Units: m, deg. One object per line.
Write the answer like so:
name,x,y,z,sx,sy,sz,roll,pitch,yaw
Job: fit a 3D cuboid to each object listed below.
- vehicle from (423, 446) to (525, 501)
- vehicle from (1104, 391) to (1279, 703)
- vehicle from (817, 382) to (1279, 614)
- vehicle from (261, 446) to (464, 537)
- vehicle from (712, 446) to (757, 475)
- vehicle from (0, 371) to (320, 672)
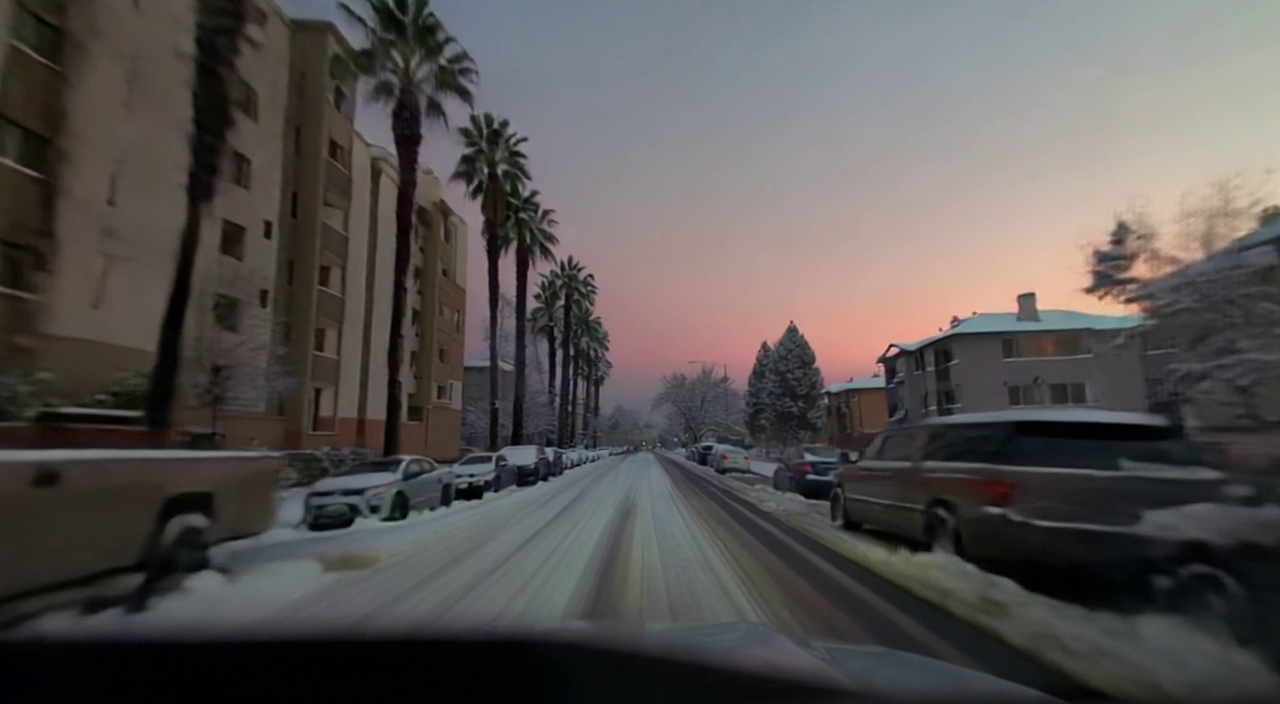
vehicle,-5.081,3.769,20.055,1.997,1.497,4.437,0,-9,0
vehicle,4.648,0.919,2.338,2.220,1.738,4.800,0,-8,1
vehicle,4.511,1.712,8.587,2.570,2.005,6.020,0,-8,1
vehicle,-5.361,2.711,13.040,2.031,1.505,4.540,0,-9,1
vehicle,5.205,6.037,35.494,1.991,1.525,5.203,0,-9,3
vehicle,-5.324,1.237,4.941,2.227,1.967,6.220,0,-9,2
